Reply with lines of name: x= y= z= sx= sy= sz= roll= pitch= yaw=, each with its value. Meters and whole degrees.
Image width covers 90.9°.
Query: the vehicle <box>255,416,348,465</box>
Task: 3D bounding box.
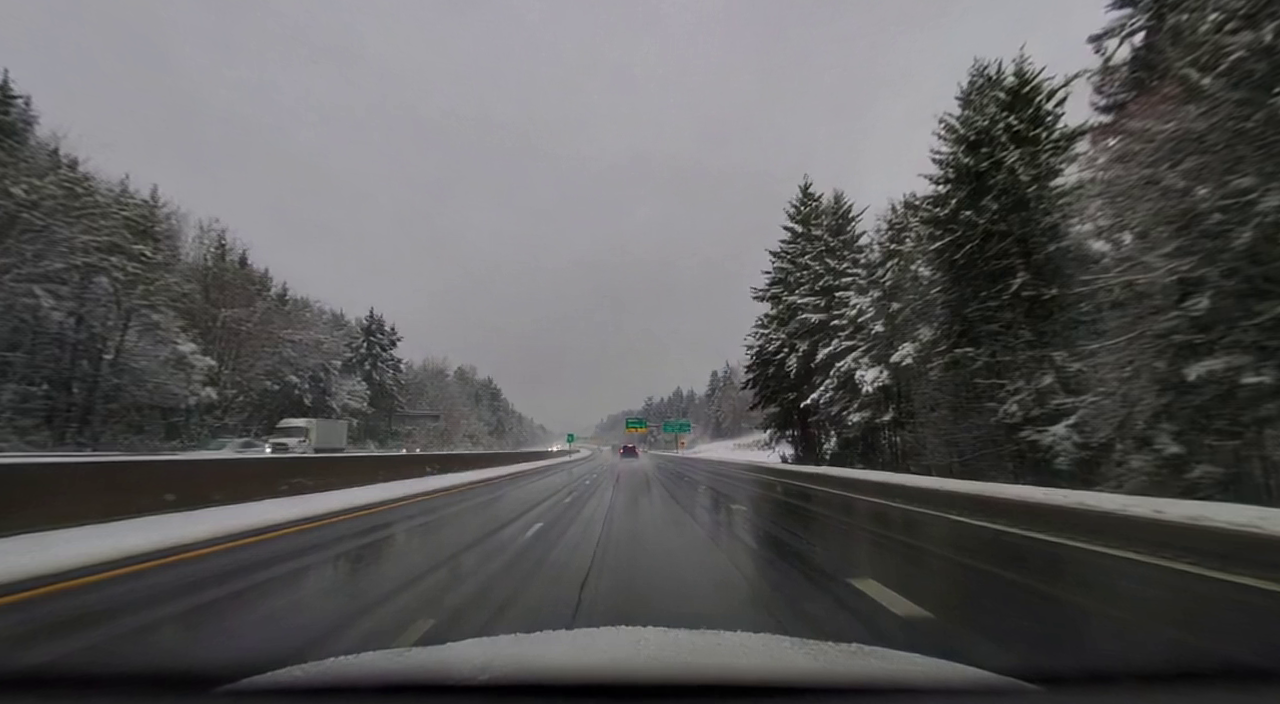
vehicle: x=-24.788 y=6.581 z=46.706 sx=2.659 sy=3.306 sz=7.765 roll=1 pitch=-9 yaw=-2

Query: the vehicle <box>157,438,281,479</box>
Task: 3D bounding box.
vehicle: x=-16.527 y=4.196 z=25.067 sx=1.968 sy=1.437 sz=4.268 roll=0 pitch=-9 yaw=0
